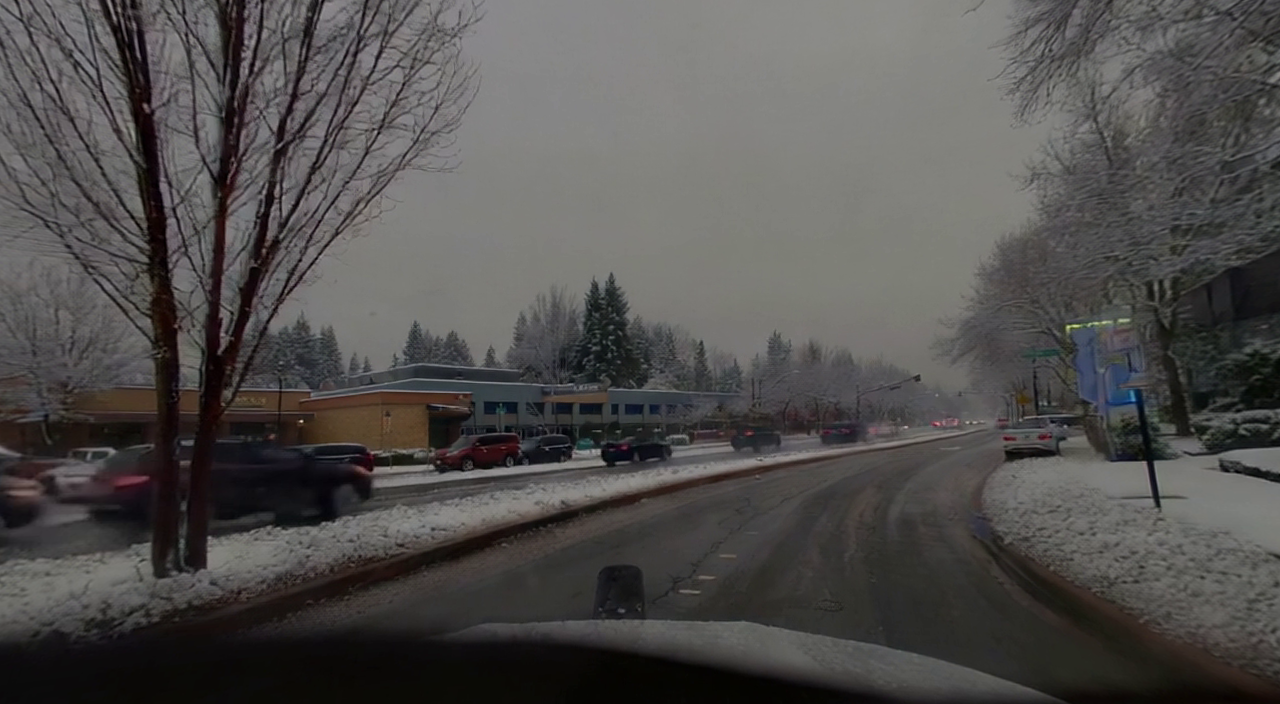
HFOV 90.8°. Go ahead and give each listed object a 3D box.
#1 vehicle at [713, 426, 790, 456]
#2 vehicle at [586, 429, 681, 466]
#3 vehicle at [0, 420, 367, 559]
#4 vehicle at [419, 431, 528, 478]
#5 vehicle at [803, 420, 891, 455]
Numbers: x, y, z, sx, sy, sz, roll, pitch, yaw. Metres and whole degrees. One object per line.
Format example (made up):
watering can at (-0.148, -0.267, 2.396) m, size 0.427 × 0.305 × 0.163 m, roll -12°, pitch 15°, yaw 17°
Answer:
vehicle at (6.666, 5.285, 37.380) m, size 2.146 × 1.555 × 4.810 m, roll -11°, pitch -14°, yaw 41°
vehicle at (-0.268, 5.101, 34.045) m, size 2.313 × 1.688 × 5.015 m, roll -10°, pitch -11°, yaw 40°
vehicle at (-7.861, 2.187, 11.144) m, size 1.954 × 1.639 × 5.229 m, roll -9°, pitch -8°, yaw 39°
vehicle at (-8.265, 5.058, 31.728) m, size 2.134 × 1.924 × 4.911 m, roll -7°, pitch -7°, yaw 41°
vehicle at (10.652, 4.401, 32.235) m, size 2.201 × 1.574 × 5.060 m, roll -11°, pitch -13°, yaw 42°
